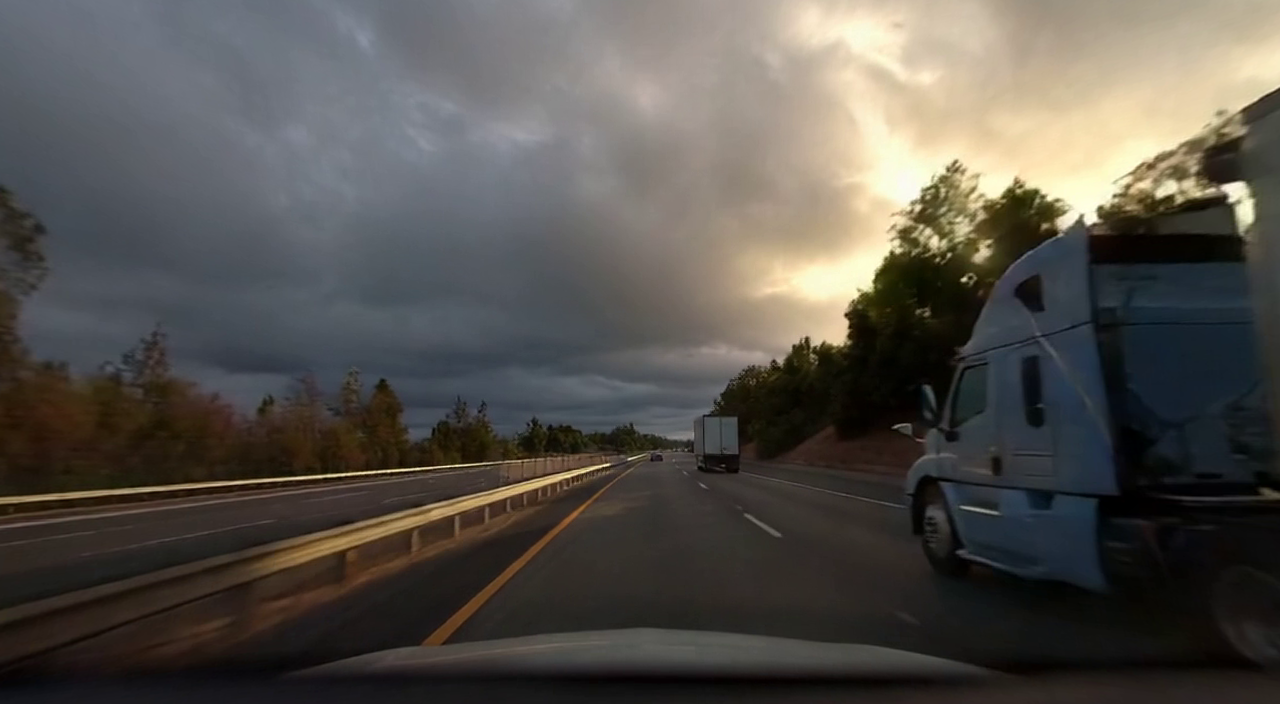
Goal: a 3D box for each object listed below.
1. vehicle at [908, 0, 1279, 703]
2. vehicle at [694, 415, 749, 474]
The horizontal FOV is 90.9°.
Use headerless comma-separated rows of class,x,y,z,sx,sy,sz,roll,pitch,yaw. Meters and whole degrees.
vehicle,4.233,0.052,3.210,2.990,3.561,6.145,0,-9,1
vehicle,5.025,5.907,40.000,2.682,3.349,7.138,0,-9,1
